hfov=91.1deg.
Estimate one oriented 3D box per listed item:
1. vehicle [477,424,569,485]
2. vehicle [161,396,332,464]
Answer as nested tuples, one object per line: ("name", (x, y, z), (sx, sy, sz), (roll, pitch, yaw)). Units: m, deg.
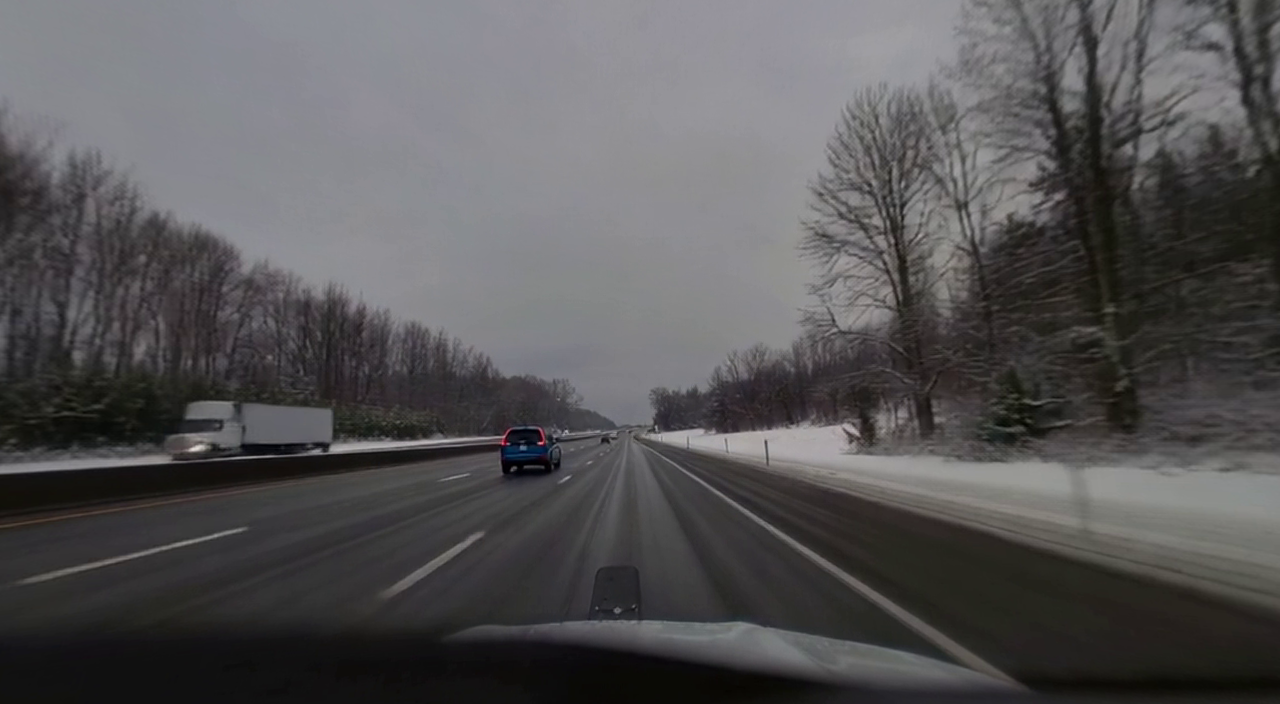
("vehicle", (-3.542, 3.183, 19.898), (2.057, 1.666, 4.552), (0, -8, 0))
("vehicle", (-26.356, 5.509, 43.726), (2.855, 3.931, 14.552), (0, -8, -1))
